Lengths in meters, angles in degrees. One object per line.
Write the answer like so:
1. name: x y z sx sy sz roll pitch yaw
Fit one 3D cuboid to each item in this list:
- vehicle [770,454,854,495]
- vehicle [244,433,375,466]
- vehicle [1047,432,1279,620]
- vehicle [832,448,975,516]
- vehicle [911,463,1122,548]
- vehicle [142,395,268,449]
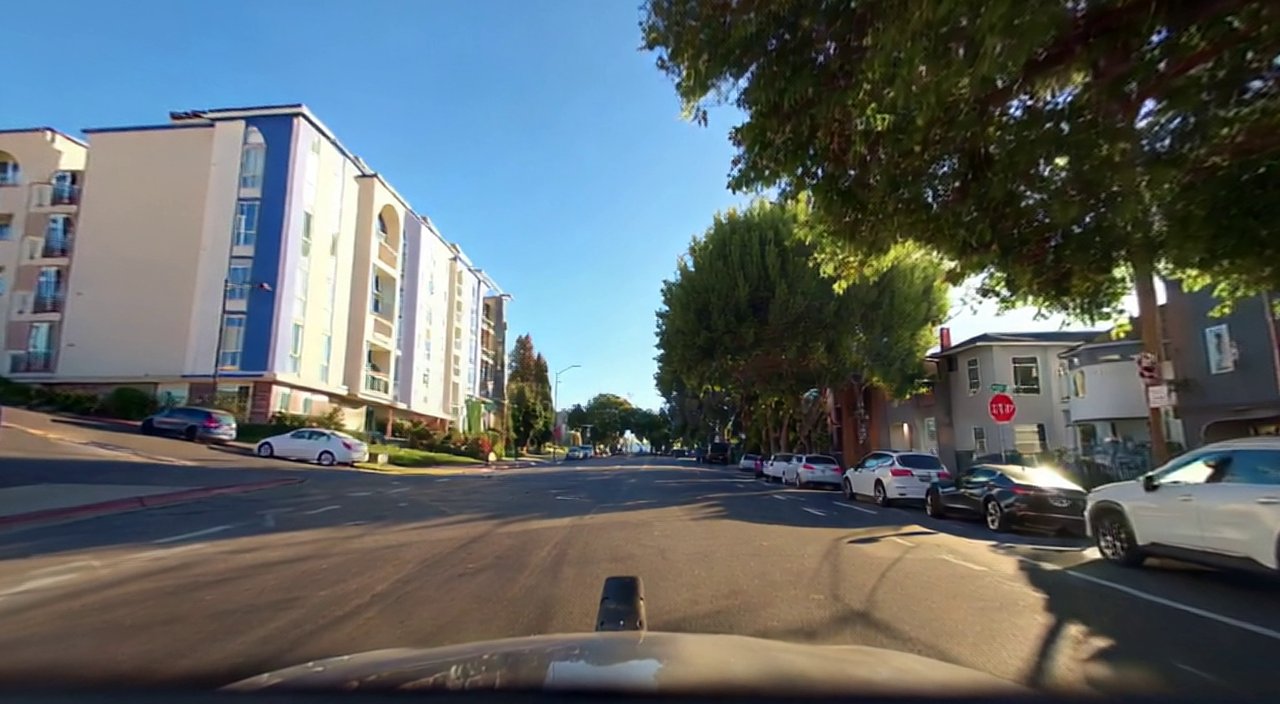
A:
1. vehicle: 7.253 5.177 27.211 2.122 1.554 4.777 0 -9 -2
2. vehicle: -14.216 4.223 27.418 4.603 1.335 1.889 1 -9 -9
3. vehicle: 7.301 1.830 7.041 2.181 1.792 5.066 0 -9 1
4. vehicle: 7.497 3.711 18.620 1.917 1.704 4.840 0 -9 -3
5. vehicle: 7.500 3.050 13.184 1.900 1.368 4.176 0 -9 1
6. vehicle: -19.330 3.132 28.114 4.598 1.645 2.019 7 -6 18
